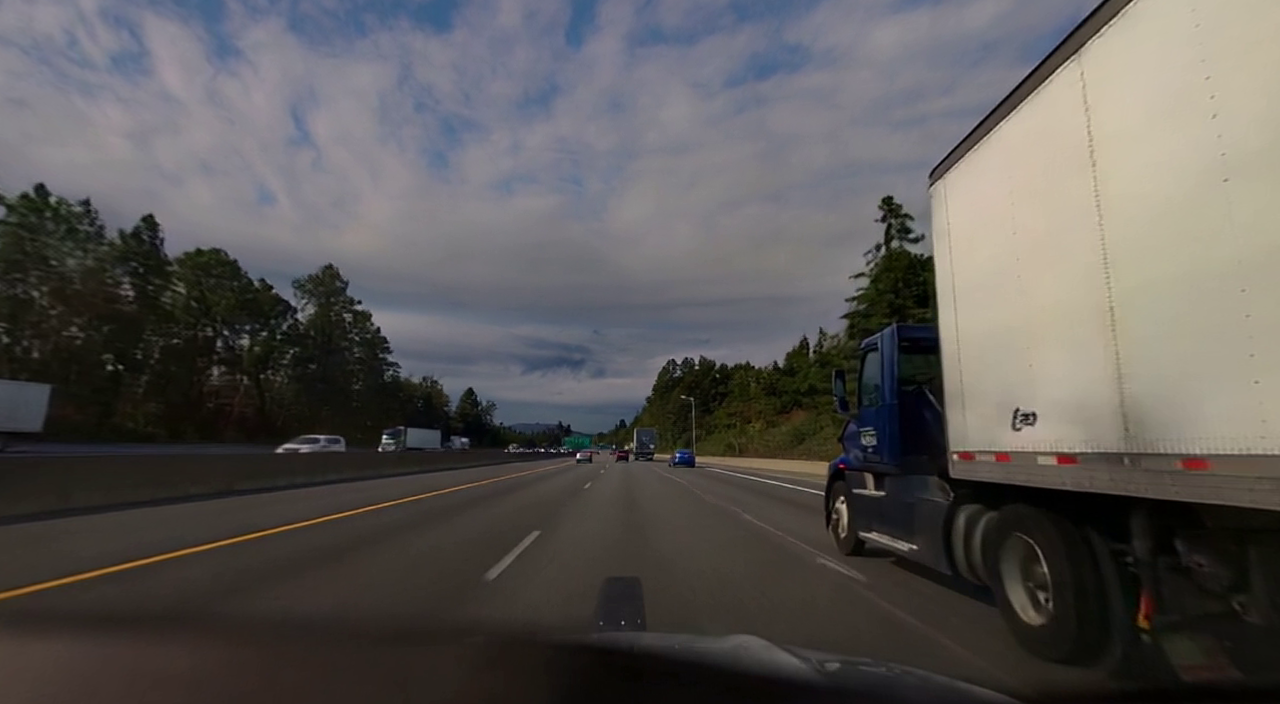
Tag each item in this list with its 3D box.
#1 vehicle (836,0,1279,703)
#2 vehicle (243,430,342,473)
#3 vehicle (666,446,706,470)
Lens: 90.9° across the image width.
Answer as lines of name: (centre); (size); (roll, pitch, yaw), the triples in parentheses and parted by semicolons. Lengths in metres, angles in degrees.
vehicle: (4.069, 0.165, 4.995); (2.981, 3.964, 6.019); (0, -9, 0)
vehicle: (-15.929, 4.604, 29.228); (1.936, 1.788, 4.763); (0, -9, -2)
vehicle: (3.275, 7.684, 45.843); (2.246, 1.583, 4.813); (0, -9, -3)
